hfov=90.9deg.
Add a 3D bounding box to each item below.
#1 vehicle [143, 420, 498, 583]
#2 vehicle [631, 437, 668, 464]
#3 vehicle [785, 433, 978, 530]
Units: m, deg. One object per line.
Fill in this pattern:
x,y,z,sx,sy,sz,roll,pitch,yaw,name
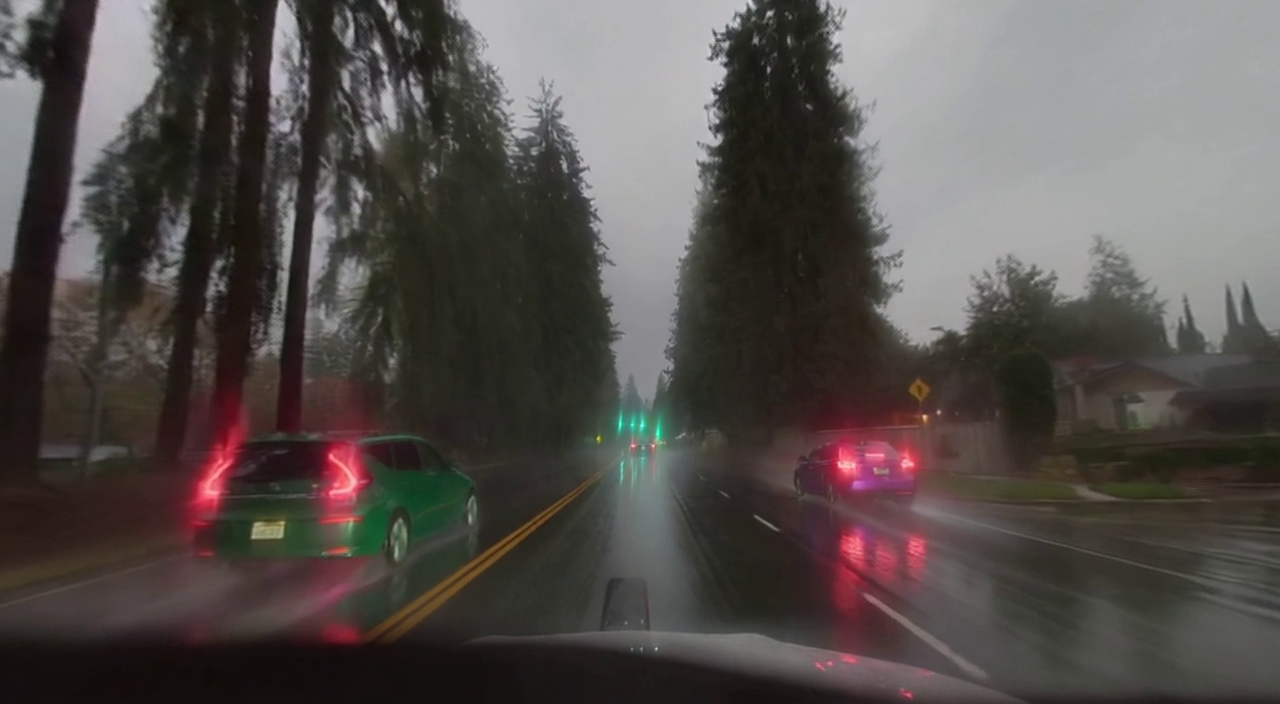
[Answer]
-3.643,1.752,8.574,2.162,1.546,4.889,-1,-7,2,vehicle
0.627,6.287,40.510,2.206,1.525,4.695,-1,-7,1,vehicle
4.294,2.321,12.141,1.943,1.471,4.515,-1,-7,0,vehicle
